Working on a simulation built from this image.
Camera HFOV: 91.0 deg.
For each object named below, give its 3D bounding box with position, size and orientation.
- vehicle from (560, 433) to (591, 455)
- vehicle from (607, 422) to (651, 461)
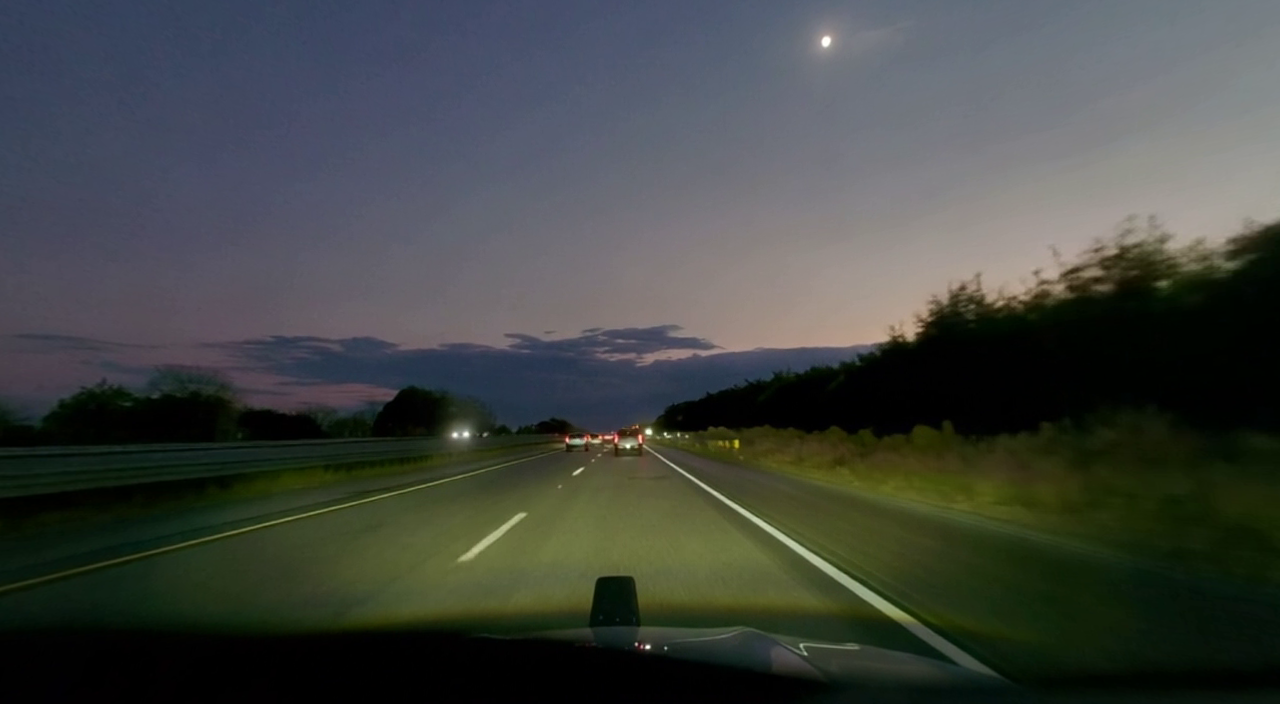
[{"bbox_3d":[-4.853,6.954,47.864,2.062,1.567,4.117,0,-8,-1],"label":"vehicle"},{"bbox_3d":[-0.623,4.869,34.360,2.223,1.957,4.416,0,-8,-1],"label":"vehicle"}]
